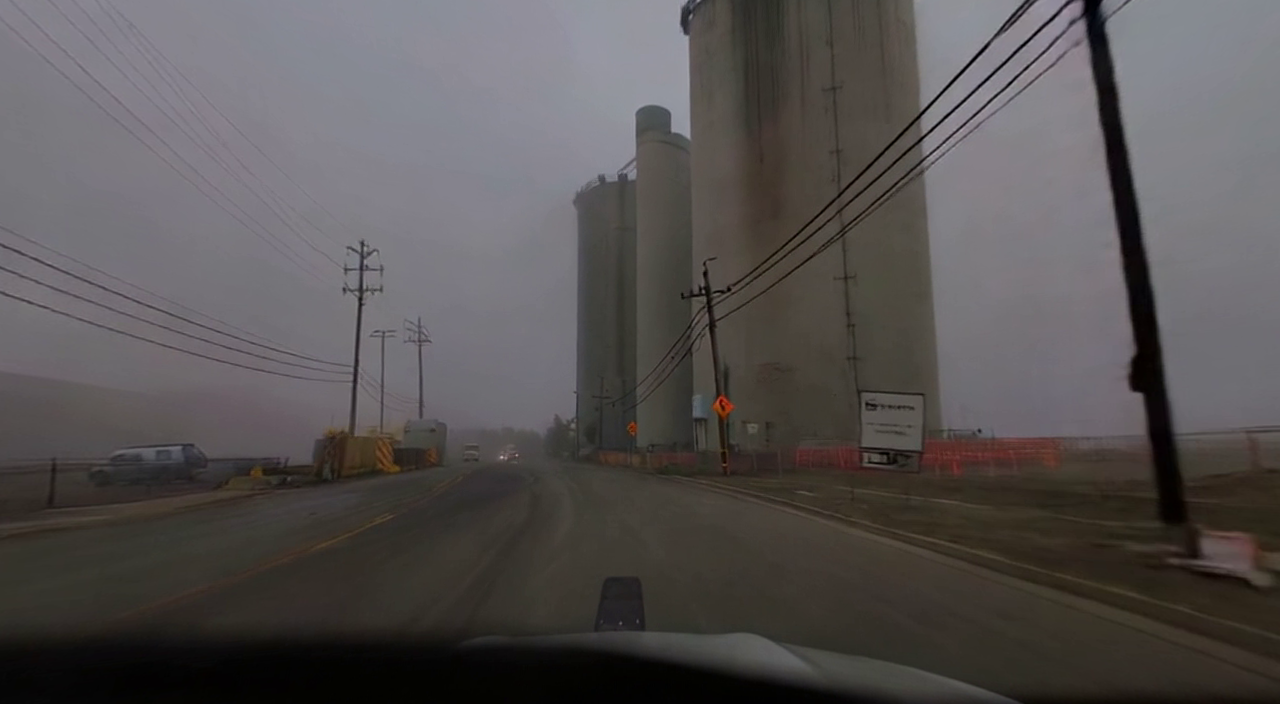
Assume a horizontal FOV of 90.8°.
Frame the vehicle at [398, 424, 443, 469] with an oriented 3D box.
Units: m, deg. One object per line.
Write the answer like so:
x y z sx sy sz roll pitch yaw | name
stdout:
-16.986 7.306 48.877 2.905 3.133 7.675 3 -9 -19 | vehicle

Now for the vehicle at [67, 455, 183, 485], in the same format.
-26.452 6.075 32.586 4.184 1.411 1.855 1 -9 -5 | vehicle
